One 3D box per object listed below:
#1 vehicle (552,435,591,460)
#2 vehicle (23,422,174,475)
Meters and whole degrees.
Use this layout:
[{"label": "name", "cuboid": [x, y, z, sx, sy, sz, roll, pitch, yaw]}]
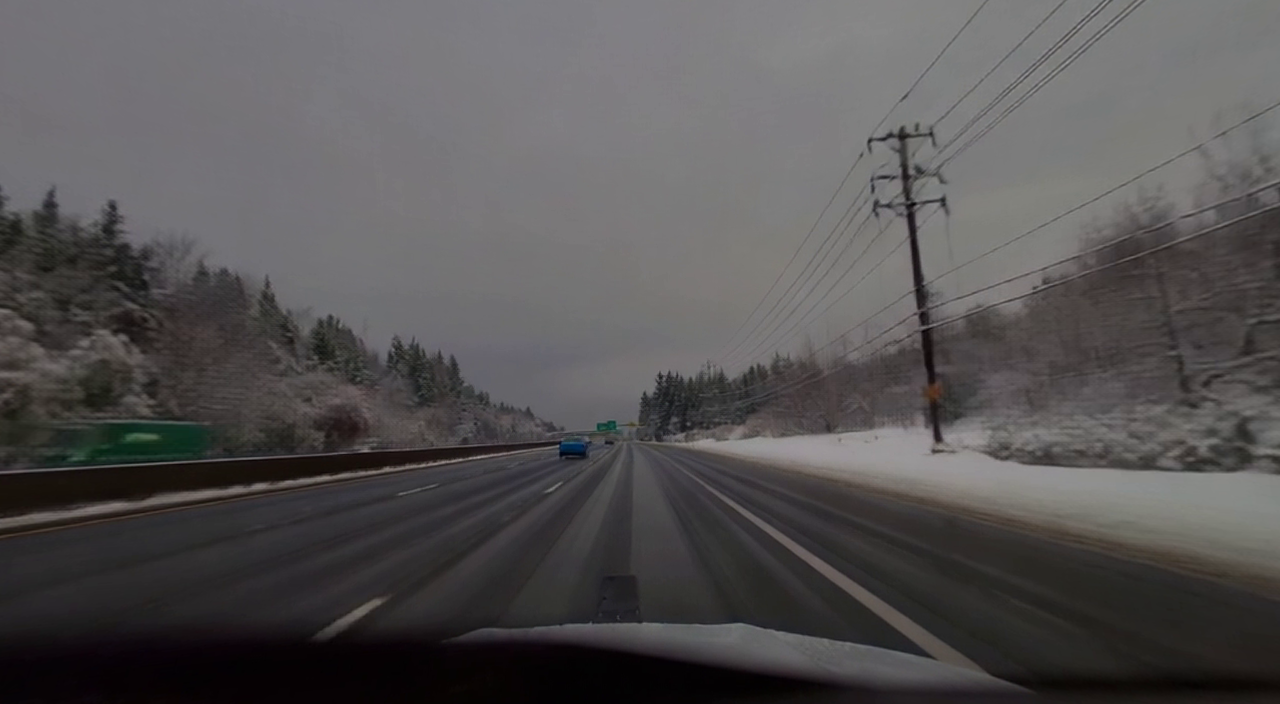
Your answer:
[{"label": "vehicle", "cuboid": [-4.180, 5.877, 38.960, 2.025, 1.475, 4.379, 0, -8, -2]}, {"label": "vehicle", "cuboid": [-24.686, 4.403, 29.047, 2.195, 2.215, 5.366, 0, -8, -1]}]
